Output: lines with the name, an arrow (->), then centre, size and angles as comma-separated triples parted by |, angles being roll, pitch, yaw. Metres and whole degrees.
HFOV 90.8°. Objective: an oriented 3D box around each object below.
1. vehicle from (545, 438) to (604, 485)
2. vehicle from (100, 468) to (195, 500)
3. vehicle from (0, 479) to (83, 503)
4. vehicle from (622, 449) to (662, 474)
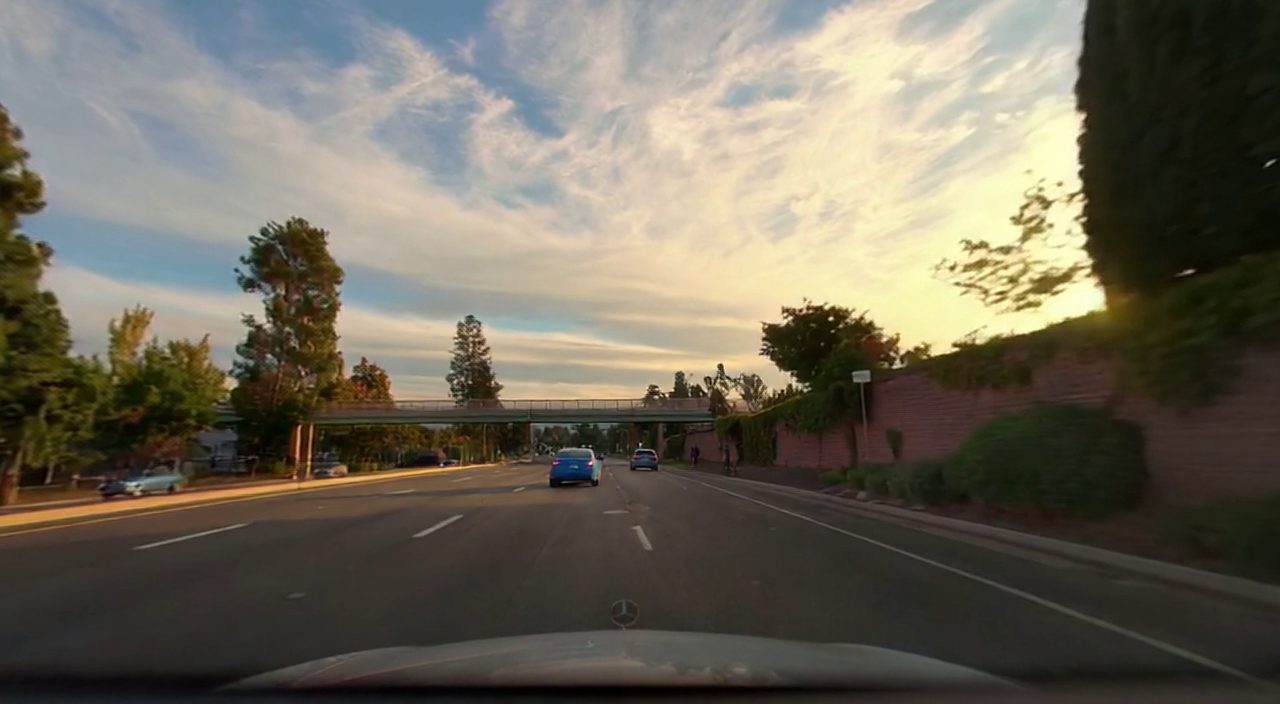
vehicle -> -2.614, 4.496, 26.239 | 2.223, 1.771, 4.581 | 1, -9, -4
vehicle -> -28.000, 7.477, 36.135 | 1.965, 1.511, 4.498 | 1, -9, -4
vehicle -> -41.751, 9.640, 44.028 | 3.993, 1.486, 1.714 | 1, -9, -7
vehicle -> 0.058, 6.914, 40.141 | 2.205, 1.509, 4.272 | 1, -9, -4
